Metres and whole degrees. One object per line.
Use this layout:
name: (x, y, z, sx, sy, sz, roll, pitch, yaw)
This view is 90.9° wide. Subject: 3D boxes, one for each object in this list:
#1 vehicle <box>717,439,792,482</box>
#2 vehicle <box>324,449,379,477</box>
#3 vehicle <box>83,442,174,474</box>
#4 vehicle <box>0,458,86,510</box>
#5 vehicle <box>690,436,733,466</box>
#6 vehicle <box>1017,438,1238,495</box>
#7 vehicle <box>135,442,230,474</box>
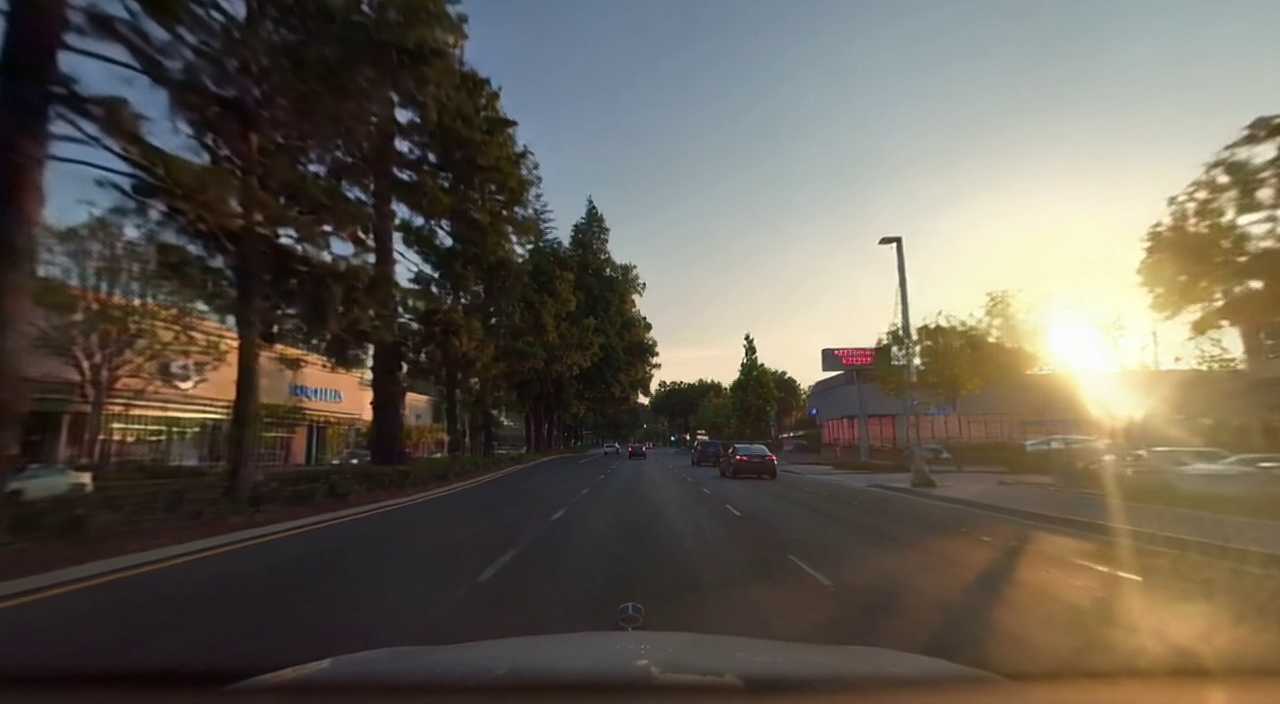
vehicle: (4.209, 4.066, 23.911, 1.916, 1.459, 4.335, 0, -8, -1)
vehicle: (-22.244, 8.525, 48.778, 2.058, 1.837, 4.990, -3, -8, -2)
vehicle: (-34.655, 7.154, 42.912, 2.171, 1.952, 4.970, -1, -9, -3)
vehicle: (-22.411, 4.635, 22.131, 1.997, 1.637, 4.386, -2, -8, -2)
vehicle: (4.673, 6.540, 41.755, 2.140, 1.921, 4.431, 0, -8, -2)
vehicle: (14.328, 3.384, 18.755, 4.909, 1.463, 1.924, -2, -9, 0)
vehicle: (-31.227, 7.191, 43.333, 2.217, 1.969, 5.932, -1, -8, -1)
